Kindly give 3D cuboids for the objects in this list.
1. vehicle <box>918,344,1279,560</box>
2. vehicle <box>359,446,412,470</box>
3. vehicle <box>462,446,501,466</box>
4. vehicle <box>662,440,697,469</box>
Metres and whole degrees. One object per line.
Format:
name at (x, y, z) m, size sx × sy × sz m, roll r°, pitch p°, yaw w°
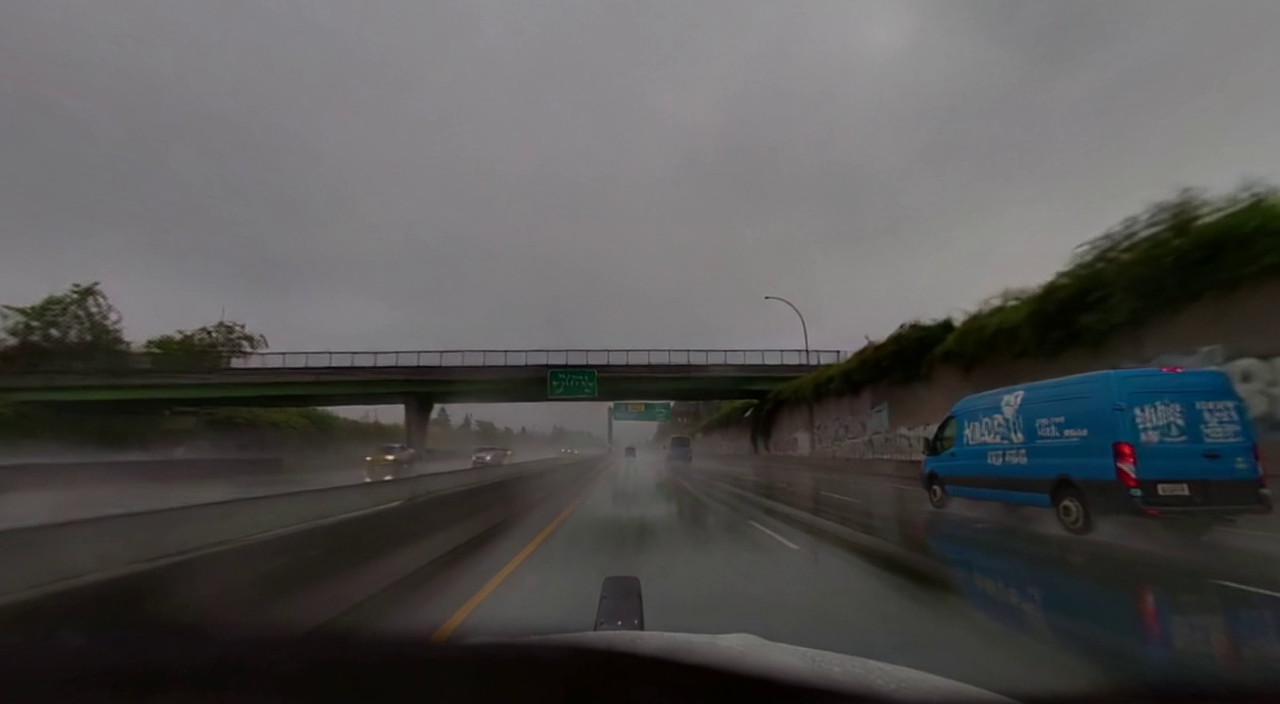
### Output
vehicle at (7.235, 1.626, 10.602) m, size 2.283 × 2.631 × 5.719 m, roll 0°, pitch -9°, yaw -1°
vehicle at (-16.433, 6.863, 40.814) m, size 1.815 × 1.465 × 4.003 m, roll 0°, pitch -9°, yaw -1°
vehicle at (-12.555, 8.248, 49.987) m, size 2.003 × 1.496 × 4.559 m, roll 0°, pitch -9°, yaw -1°
vehicle at (2.830, 7.508, 46.226) m, size 2.007 × 1.943 × 5.010 m, roll 0°, pitch -9°, yaw -2°
